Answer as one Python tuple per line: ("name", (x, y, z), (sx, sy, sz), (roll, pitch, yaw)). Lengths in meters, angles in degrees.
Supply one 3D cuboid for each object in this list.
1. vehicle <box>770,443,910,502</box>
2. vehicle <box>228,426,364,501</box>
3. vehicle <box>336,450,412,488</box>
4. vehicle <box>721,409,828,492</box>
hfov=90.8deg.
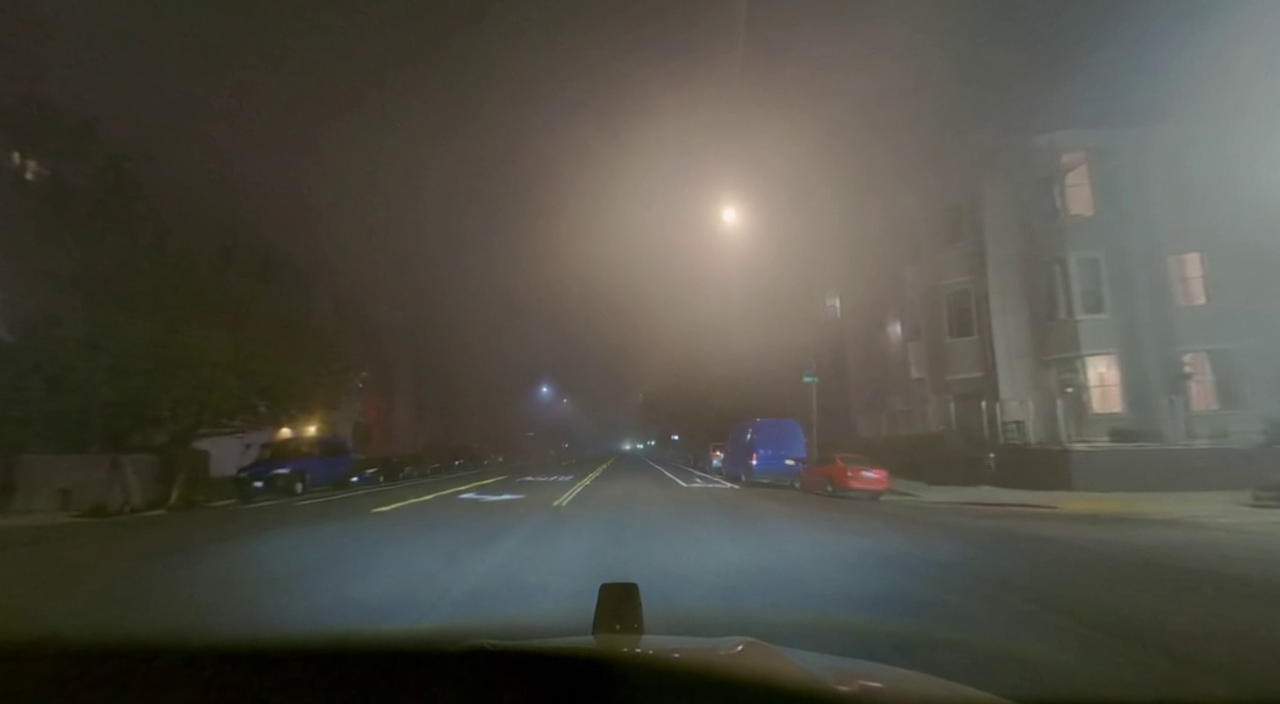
("vehicle", (5.489, 3.343, 18.049), (1.848, 1.468, 4.332), (2, -9, -12))
("vehicle", (-12.727, 4.094, 23.917), (2.164, 2.386, 5.460), (-2, -7, -1))
("vehicle", (-12.552, 5.490, 30.099), (1.892, 1.472, 4.523), (-2, -7, -3))
("vehicle", (4.761, 3.635, 23.543), (2.414, 2.670, 5.833), (1, -8, -3))
